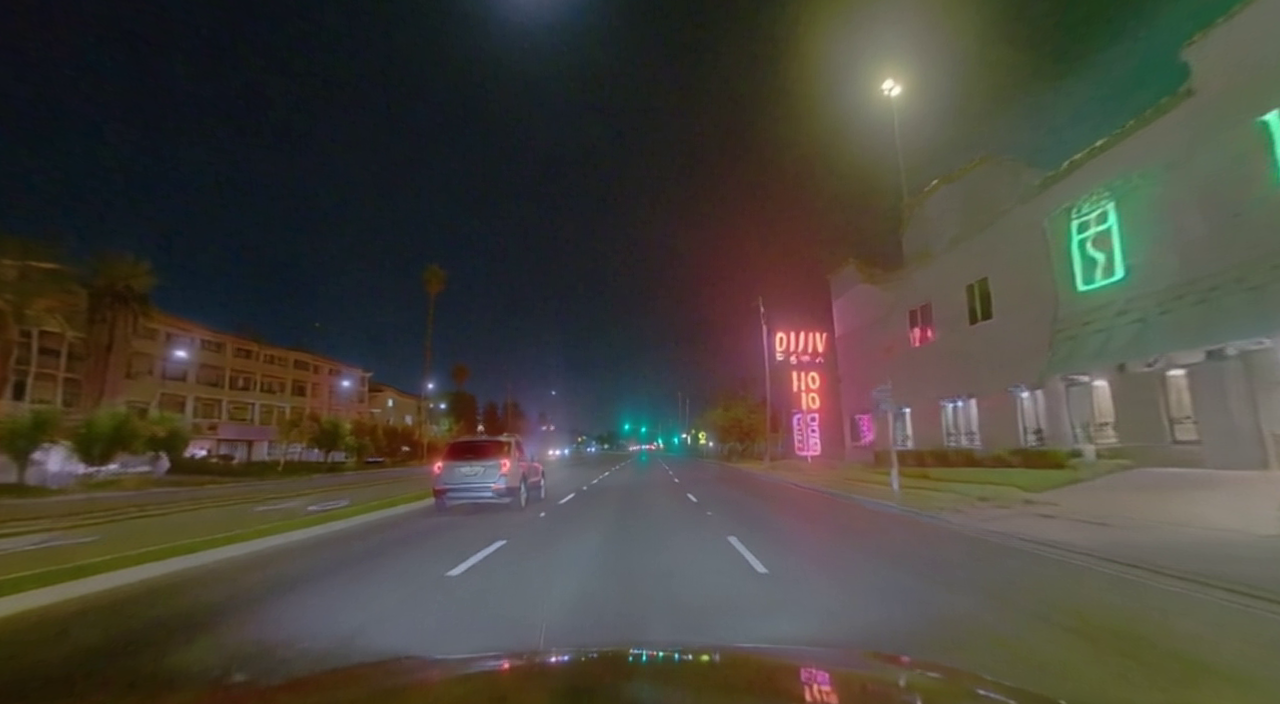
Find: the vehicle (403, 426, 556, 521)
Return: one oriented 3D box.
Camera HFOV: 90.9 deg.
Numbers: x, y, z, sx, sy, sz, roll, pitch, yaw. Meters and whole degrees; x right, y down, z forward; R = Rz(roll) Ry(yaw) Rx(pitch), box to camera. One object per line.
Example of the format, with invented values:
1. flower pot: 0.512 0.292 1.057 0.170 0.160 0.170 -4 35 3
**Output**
1. vehicle: -3.241 2.575 13.890 2.062 1.693 4.669 0 -9 1
